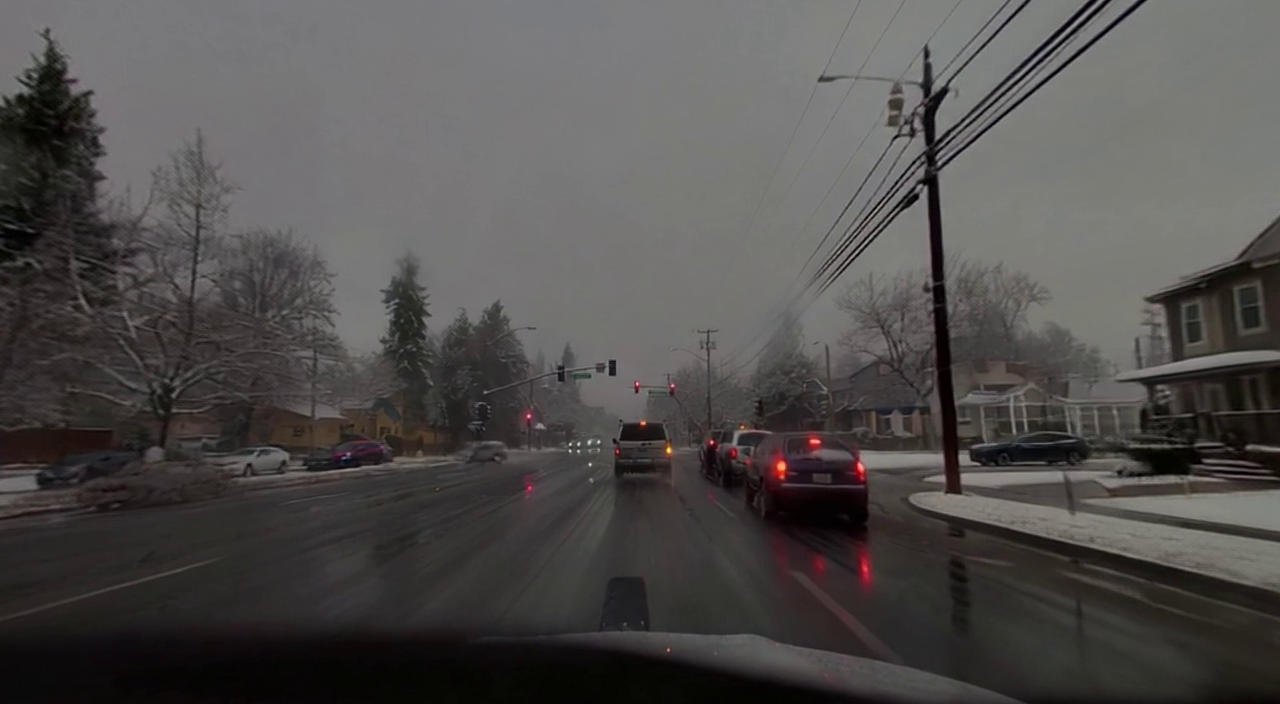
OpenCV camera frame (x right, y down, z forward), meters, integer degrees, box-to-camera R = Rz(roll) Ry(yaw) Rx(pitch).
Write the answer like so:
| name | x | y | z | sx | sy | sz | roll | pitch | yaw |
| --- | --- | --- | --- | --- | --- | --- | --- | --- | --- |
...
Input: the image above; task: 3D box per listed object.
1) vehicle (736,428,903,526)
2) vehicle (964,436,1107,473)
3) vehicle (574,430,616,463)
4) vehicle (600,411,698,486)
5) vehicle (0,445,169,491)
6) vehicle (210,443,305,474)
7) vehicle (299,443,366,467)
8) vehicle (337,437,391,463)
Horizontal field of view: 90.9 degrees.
| name | x | y | z | sx | sy | sz | roll | pitch | yaw |
| --- | --- | --- | --- | --- | --- | --- | --- | --- | --- |
| vehicle | 3.124 | 2.263 | 11.970 | 2.002 | 1.511 | 4.124 | 0 | -8 | 1 |
| vehicle | 16.571 | 4.305 | 26.603 | 4.671 | 1.495 | 1.900 | -1 | -8 | 4 |
| vehicle | -2.604 | 5.626 | 37.595 | 1.999 | 1.864 | 4.279 | 0 | -8 | 3 |
| vehicle | 0.267 | 3.105 | 20.375 | 2.769 | 2.087 | 5.130 | 0 | -8 | 0 |
| vehicle | -19.828 | 4.103 | 22.735 | 1.866 | 1.471 | 4.770 | 0 | -8 | 1 |
| vehicle | -19.723 | 5.493 | 32.785 | 1.891 | 1.460 | 4.681 | 0 | -8 | 2 |
| vehicle | -19.672 | 6.589 | 40.577 | 1.830 | 1.436 | 4.771 | 0 | -8 | 2 |
| vehicle | -19.913 | 7.083 | 45.710 | 1.996 | 1.809 | 4.699 | 0 | -8 | -3 |
